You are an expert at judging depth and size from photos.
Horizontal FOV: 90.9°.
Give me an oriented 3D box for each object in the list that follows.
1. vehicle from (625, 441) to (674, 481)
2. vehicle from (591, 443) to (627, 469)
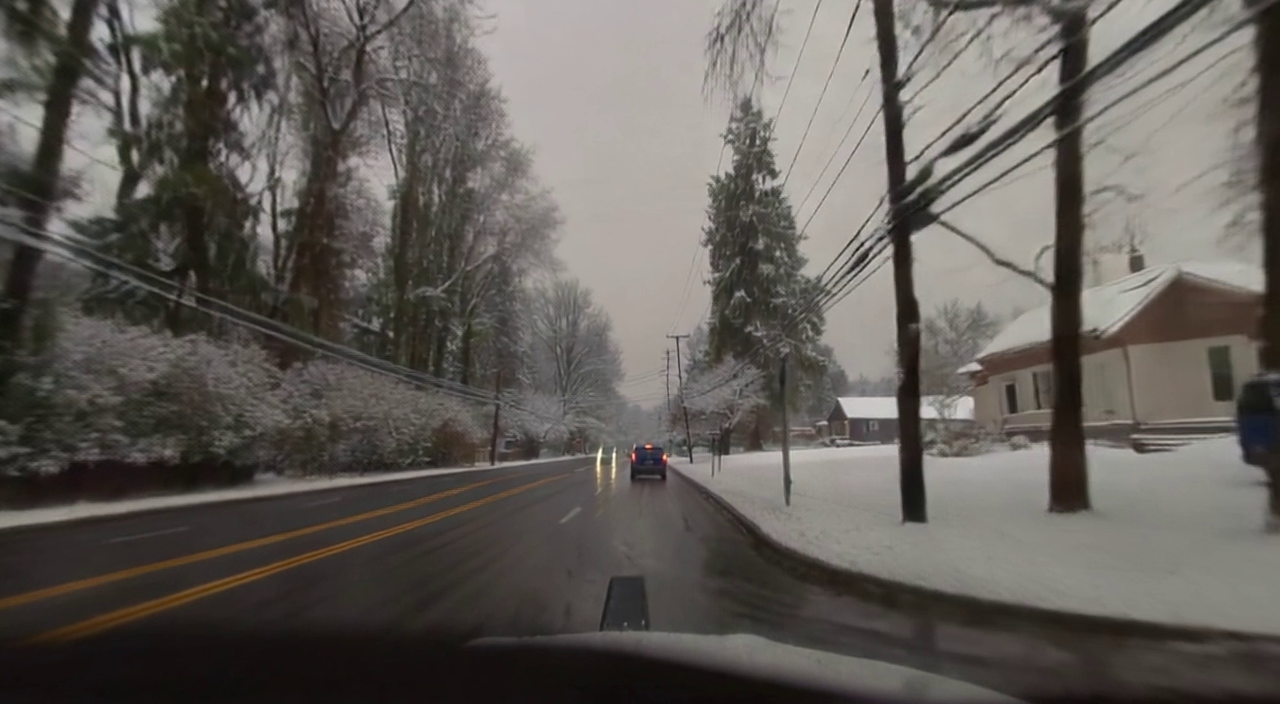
[{"bbox_3d":[0.428,5.082,29.642,2.120,1.718,3.909,0,-9,0],"label":"vehicle"},{"bbox_3d":[-2.135,7.323,44.518,2.157,1.765,4.303,0,-9,2],"label":"vehicle"}]
